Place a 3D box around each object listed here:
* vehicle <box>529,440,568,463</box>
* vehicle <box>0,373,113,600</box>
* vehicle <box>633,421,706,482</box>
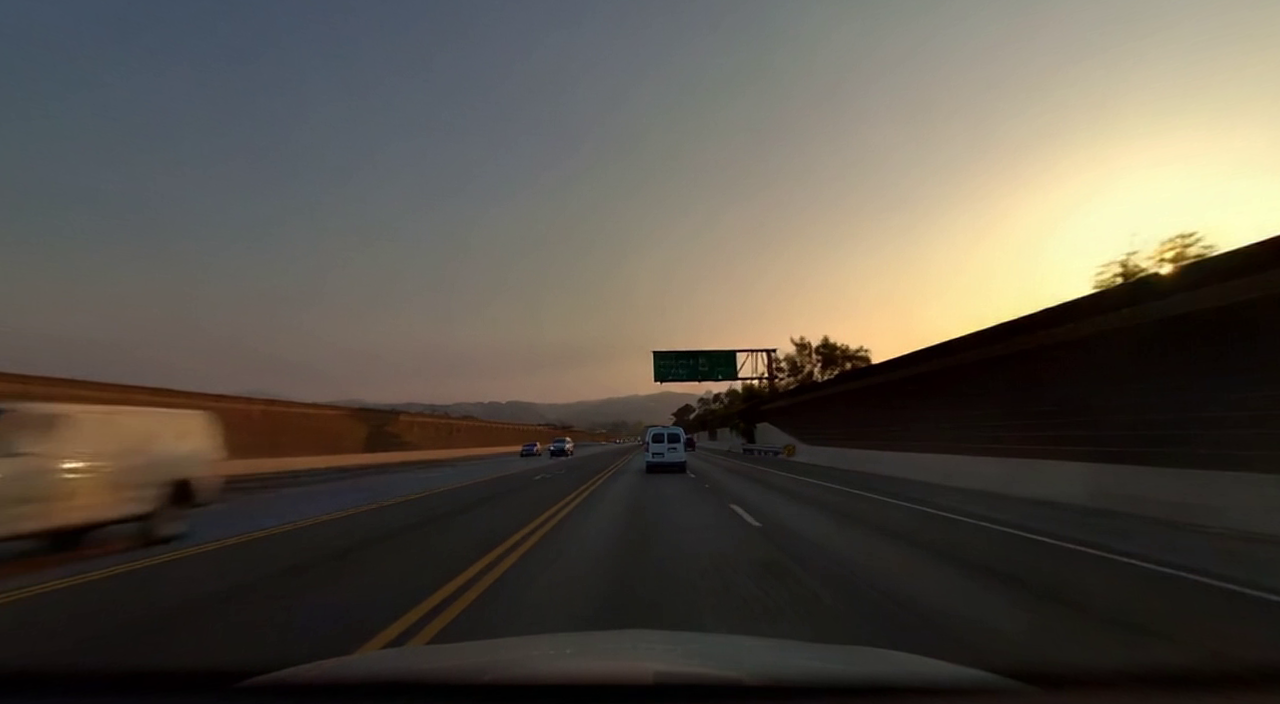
[{"bbox_3d":[-6.831,7.490,47.380,2.157,1.650,4.441,0,-8,1],"label":"vehicle"},{"bbox_3d":[-7.735,1.162,4.987,2.546,2.262,5.135,0,-8,1],"label":"vehicle"},{"bbox_3d":[1.005,3.682,23.549,2.469,2.027,4.554,0,-8,1],"label":"vehicle"}]
